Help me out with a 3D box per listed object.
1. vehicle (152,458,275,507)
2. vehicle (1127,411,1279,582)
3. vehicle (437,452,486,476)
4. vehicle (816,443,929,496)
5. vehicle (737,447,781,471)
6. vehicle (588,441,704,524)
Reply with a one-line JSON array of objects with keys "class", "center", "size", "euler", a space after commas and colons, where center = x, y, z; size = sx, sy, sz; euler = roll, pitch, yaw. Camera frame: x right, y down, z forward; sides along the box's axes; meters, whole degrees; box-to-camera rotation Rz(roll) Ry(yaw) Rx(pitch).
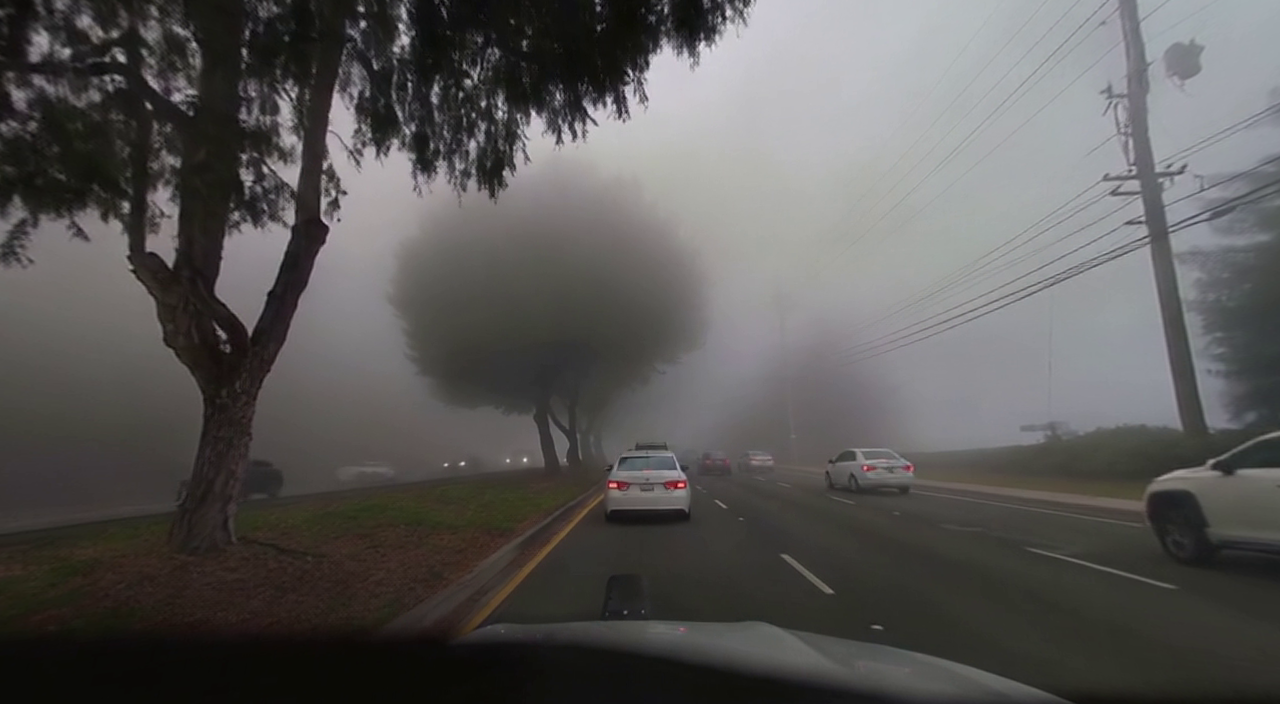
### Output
[{"class": "vehicle", "center": [-15.047, 4.573, 22.516], "size": [1.701, 1.494, 3.791], "euler": [0, -8, 0]}, {"class": "vehicle", "center": [7.209, 1.338, 5.709], "size": [1.983, 1.649, 4.557], "euler": [0, -8, 1]}, {"class": "vehicle", "center": [-12.104, 7.633, 43.129], "size": [1.942, 1.481, 4.621], "euler": [0, -8, 0]}, {"class": "vehicle", "center": [7.198, 3.647, 20.073], "size": [1.850, 1.480, 4.474], "euler": [0, -8, 0]}, {"class": "vehicle", "center": [7.680, 6.942, 41.132], "size": [1.899, 1.458, 4.499], "euler": [0, -8, -1]}, {"class": "vehicle", "center": [0.112, 2.663, 13.478], "size": [2.108, 1.479, 3.935], "euler": [0, -8, 0]}]
